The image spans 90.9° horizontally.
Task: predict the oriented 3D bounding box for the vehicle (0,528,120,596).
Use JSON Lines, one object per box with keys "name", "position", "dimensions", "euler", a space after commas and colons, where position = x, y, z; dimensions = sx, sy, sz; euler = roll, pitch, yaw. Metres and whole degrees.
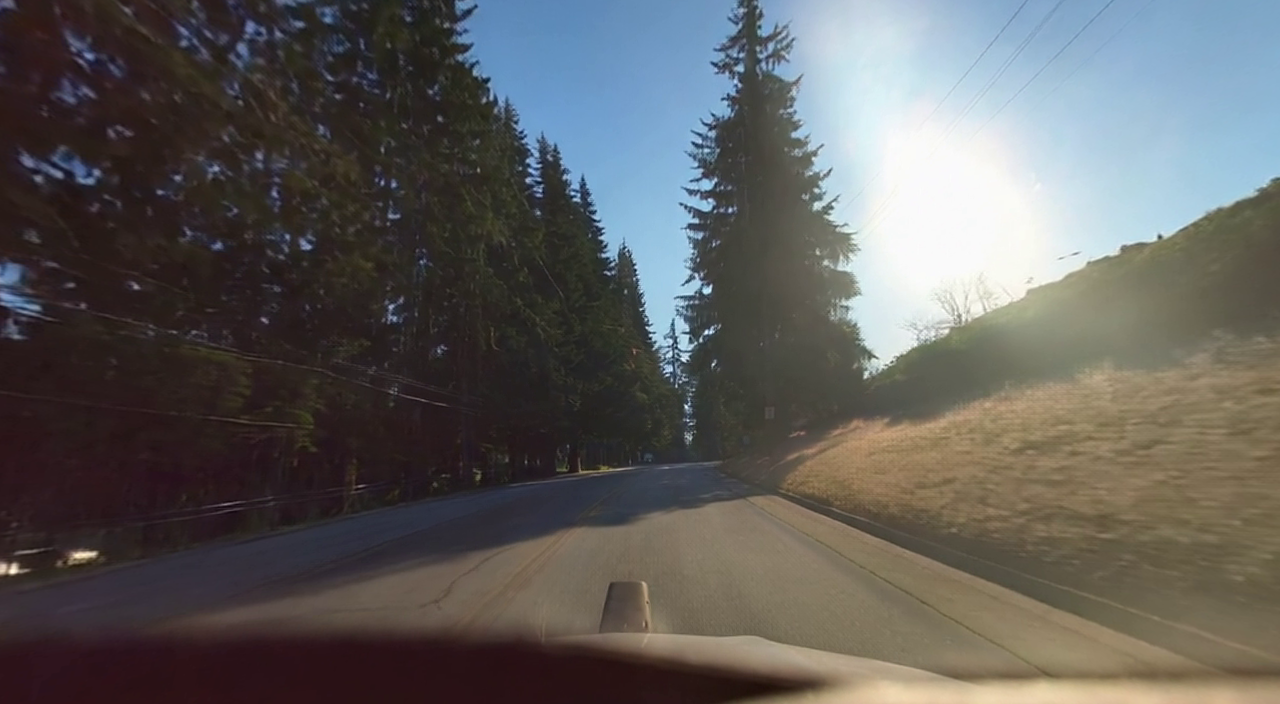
{"name": "vehicle", "position": [-18.859, 6.349, 19.250], "dimensions": [4.135, 1.569, 1.987], "euler": [1, -8, 1]}
